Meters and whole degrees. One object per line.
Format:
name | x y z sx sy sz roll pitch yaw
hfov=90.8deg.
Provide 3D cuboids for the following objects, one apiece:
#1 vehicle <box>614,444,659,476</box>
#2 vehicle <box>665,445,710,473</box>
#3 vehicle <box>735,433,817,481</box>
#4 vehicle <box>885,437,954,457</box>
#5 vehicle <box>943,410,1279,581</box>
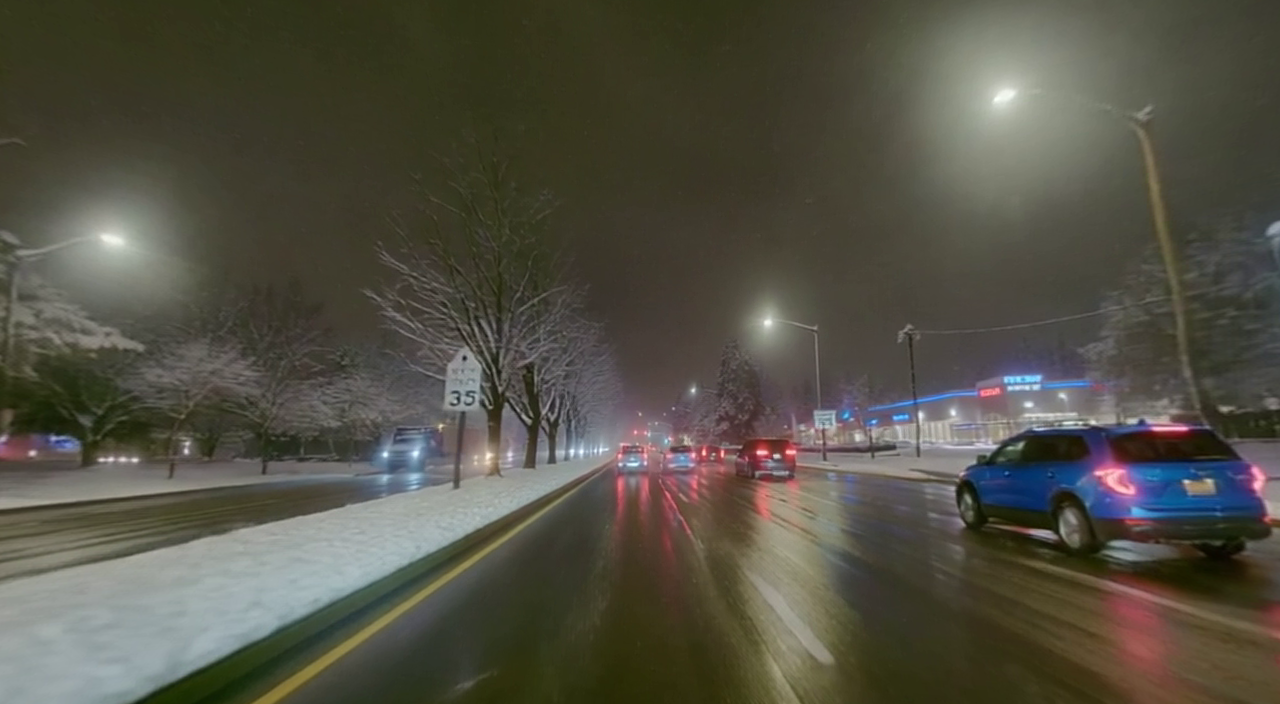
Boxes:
vehicle | -0.180 5.138 30.286 2.056 1.440 3.798 0 -8 -1
vehicle | 2.431 5.599 33.282 1.970 1.402 3.756 0 -8 -2
vehicle | 5.499 4.334 26.309 2.140 1.811 4.593 0 -8 -3
vehicle | 20.488 6.989 46.452 4.083 1.441 2.008 0 -8 -1
vehicle | 6.053 1.714 8.348 1.949 1.647 4.261 0 -8 0
